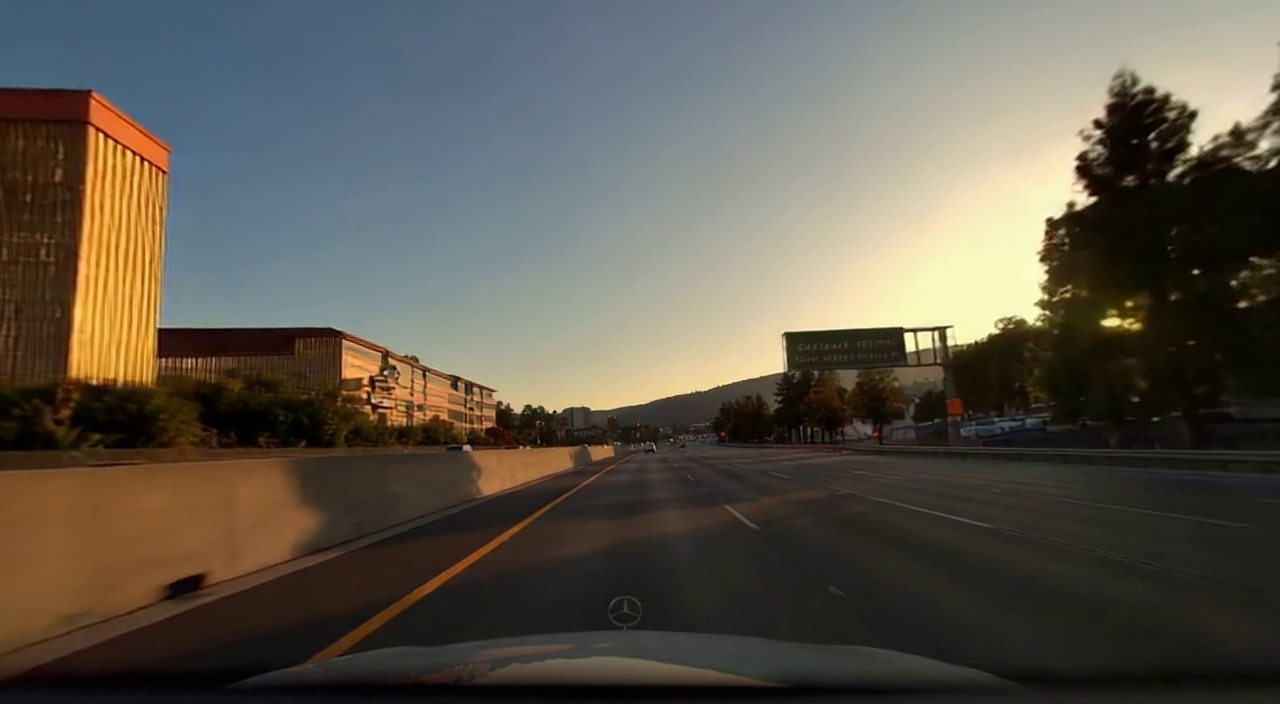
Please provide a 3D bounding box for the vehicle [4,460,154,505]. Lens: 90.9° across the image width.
[{"bbox_3d":[-22.157,5.129,25.209,1.888,1.494,4.467,0,-8,0],"label":"vehicle"}]
